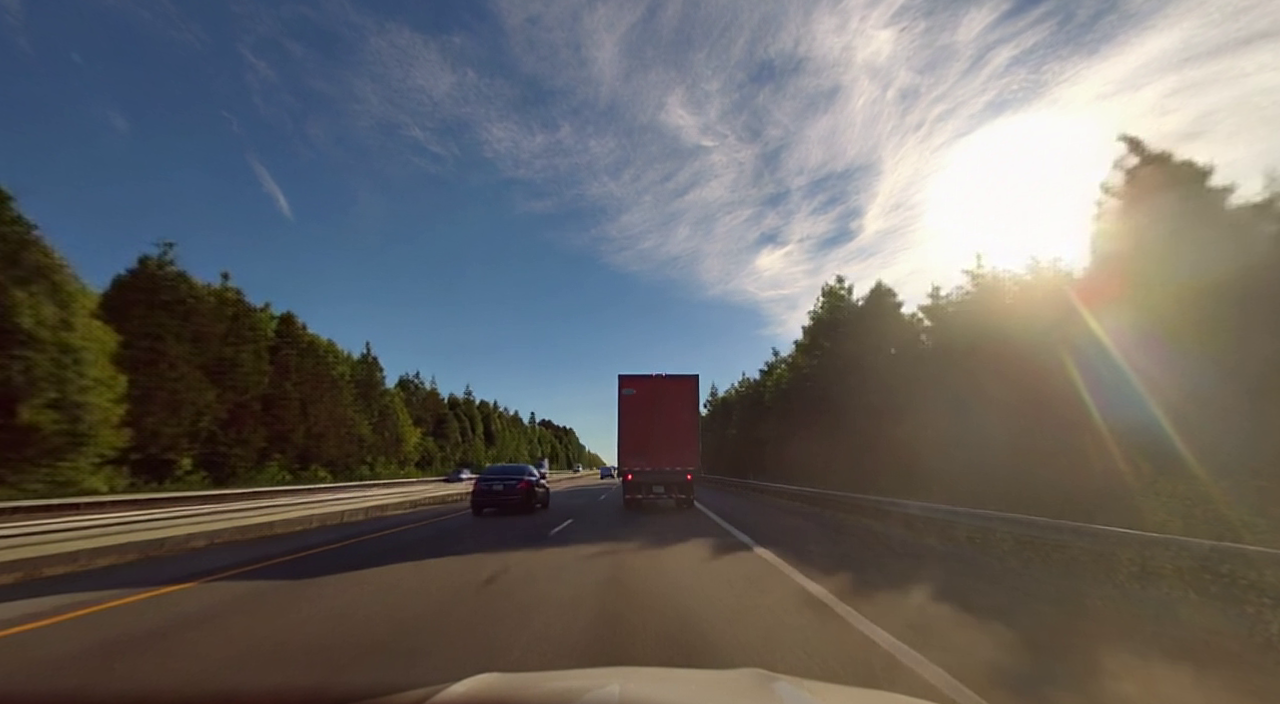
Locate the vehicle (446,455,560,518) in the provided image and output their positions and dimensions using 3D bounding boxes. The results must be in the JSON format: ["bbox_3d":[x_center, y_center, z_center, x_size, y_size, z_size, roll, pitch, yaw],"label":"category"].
[{"bbox_3d":[-3.668,3.759,17.945,2.079,1.506,4.821,0,-10,1],"label":"vehicle"}]

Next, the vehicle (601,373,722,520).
[{"bbox_3d":[0.580,3.220,20.748,3.008,3.678,9.512,1,-10,0],"label":"vehicle"}]
